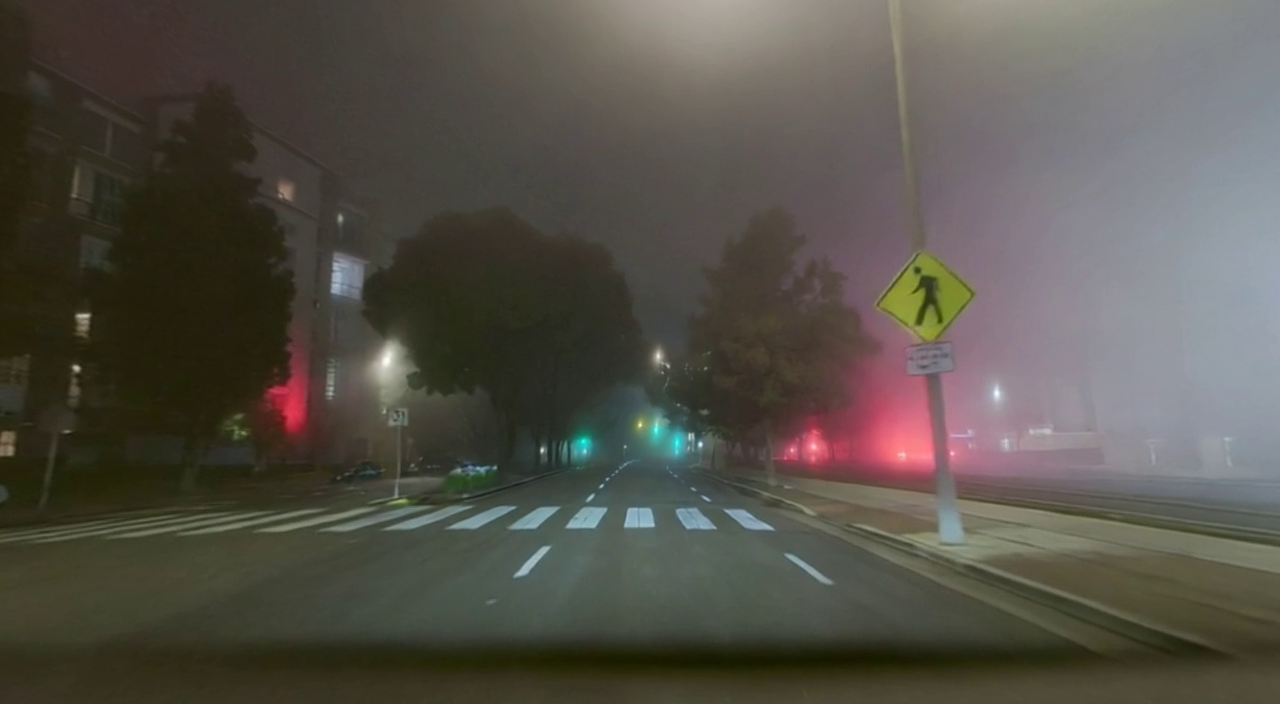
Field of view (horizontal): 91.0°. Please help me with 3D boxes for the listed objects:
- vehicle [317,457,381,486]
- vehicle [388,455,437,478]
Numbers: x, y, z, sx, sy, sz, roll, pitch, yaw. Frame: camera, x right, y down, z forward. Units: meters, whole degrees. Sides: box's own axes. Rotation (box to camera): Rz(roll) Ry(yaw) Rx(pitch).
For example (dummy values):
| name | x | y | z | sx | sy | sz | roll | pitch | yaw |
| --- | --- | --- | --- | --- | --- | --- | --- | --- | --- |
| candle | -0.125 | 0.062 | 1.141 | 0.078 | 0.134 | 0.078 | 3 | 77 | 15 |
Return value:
| name | x | y | z | sx | sy | sz | roll | pitch | yaw |
| --- | --- | --- | --- | --- | --- | --- | --- | --- | --- |
| vehicle | -16.768 | 6.889 | 36.554 | 1.810 | 1.478 | 4.233 | -3 | -10 | -2 |
| vehicle | -16.887 | 8.485 | 46.919 | 1.912 | 1.523 | 4.433 | -3 | -10 | 1 |
